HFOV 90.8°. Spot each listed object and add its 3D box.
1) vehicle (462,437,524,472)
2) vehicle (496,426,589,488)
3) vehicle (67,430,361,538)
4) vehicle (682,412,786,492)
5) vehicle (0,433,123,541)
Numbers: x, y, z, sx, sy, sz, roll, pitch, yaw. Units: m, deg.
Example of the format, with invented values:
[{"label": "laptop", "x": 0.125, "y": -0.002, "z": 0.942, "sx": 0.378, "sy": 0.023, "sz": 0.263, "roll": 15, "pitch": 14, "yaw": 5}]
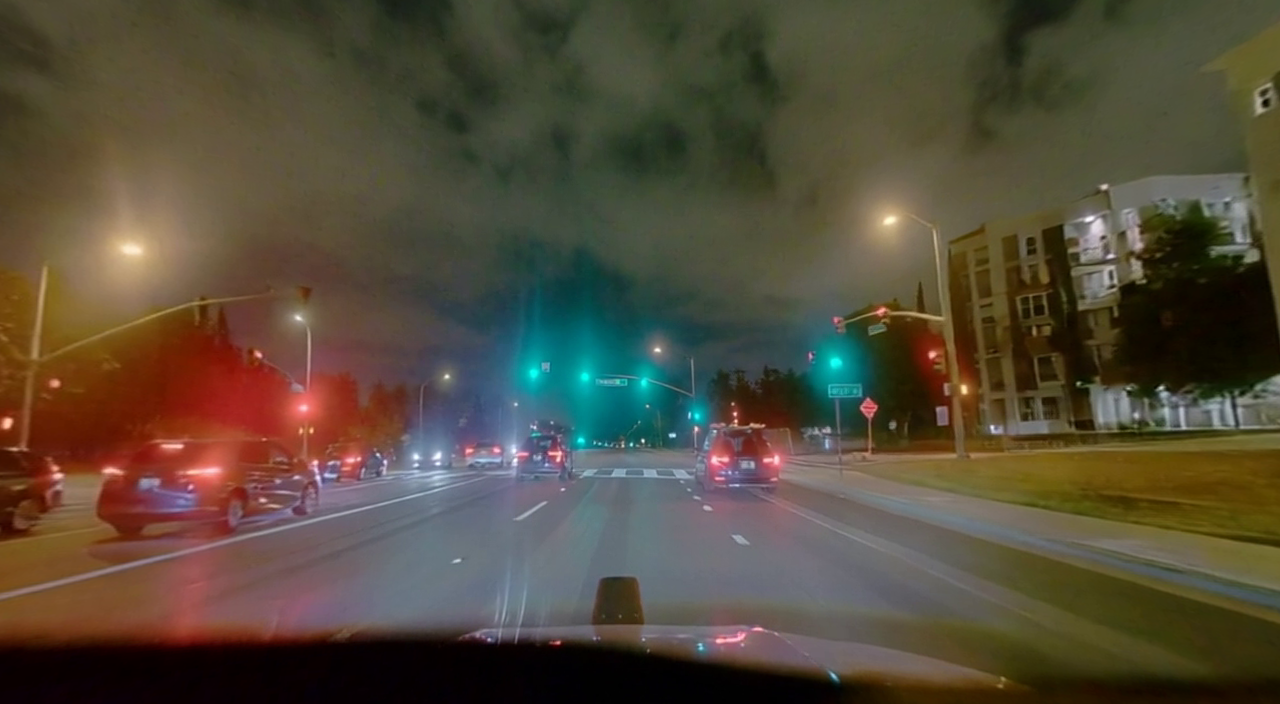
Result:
[{"label": "vehicle", "x": -6.662, "y": 4.686, "z": 29.076, "sx": 1.993, "sy": 1.492, "sz": 3.666, "roll": 0, "pitch": -8, "yaw": 0}, {"label": "vehicle", "x": -2.821, "y": 3.144, "z": 19.200, "sx": 2.121, "sy": 1.654, "sz": 3.993, "roll": 0, "pitch": -8, "yaw": 1}, {"label": "vehicle", "x": -7.015, "y": 2.191, "z": 11.224, "sx": 1.928, "sy": 1.488, "sz": 4.635, "roll": 0, "pitch": -8, "yaw": 1}, {"label": "vehicle", "x": 2.336, "y": 2.638, "z": 16.901, "sx": 2.197, "sy": 1.835, "sz": 4.316, "roll": 0, "pitch": -8, "yaw": 1}, {"label": "vehicle", "x": -9.864, "y": 1.860, "z": 8.605, "sx": 1.874, "sy": 1.492, "sz": 4.475, "roll": 0, "pitch": -8, "yaw": 0}]
